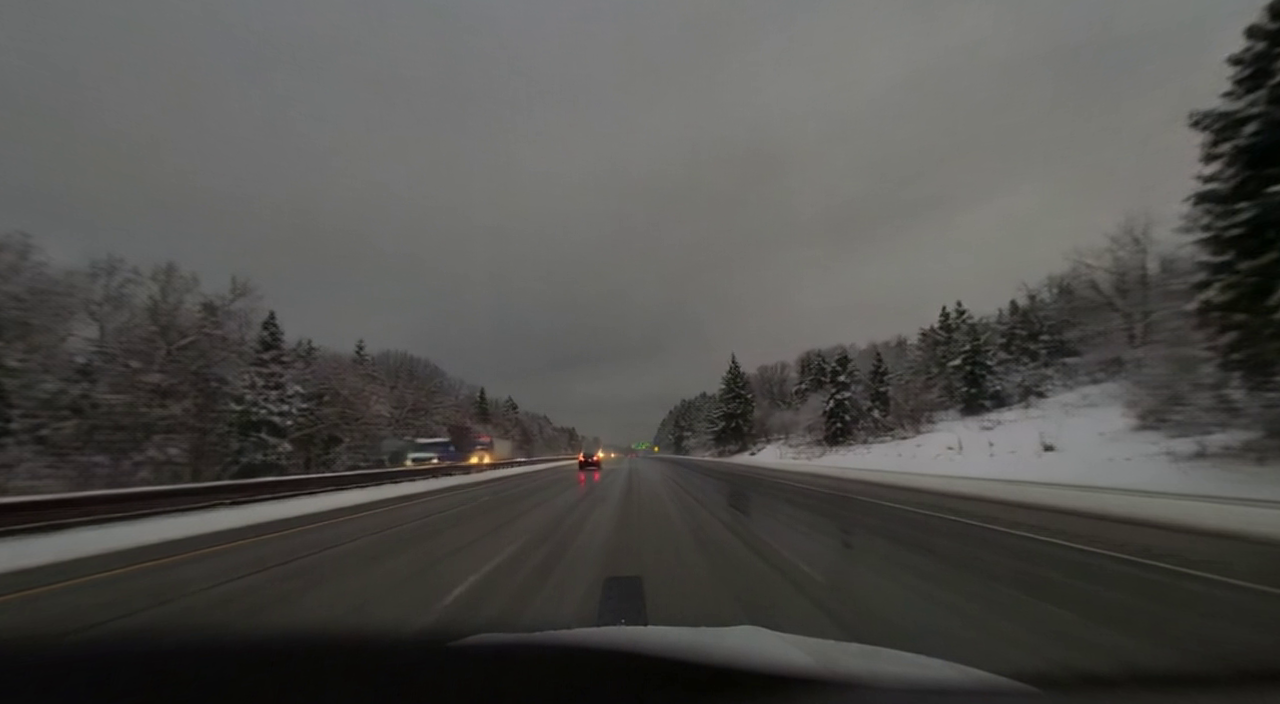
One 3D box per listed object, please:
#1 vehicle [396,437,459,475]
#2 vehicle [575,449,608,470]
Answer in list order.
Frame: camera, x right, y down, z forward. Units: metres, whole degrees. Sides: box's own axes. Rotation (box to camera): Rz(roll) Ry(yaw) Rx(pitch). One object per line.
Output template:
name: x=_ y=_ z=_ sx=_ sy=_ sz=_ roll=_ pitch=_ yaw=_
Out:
vehicle: x=-15.892 y=7.843 z=47.557 sx=2.400 sy=2.633 sz=6.390 roll=0 pitch=-9 yaw=1
vehicle: x=-3.710 y=8.318 z=48.923 sx=2.128 sy=1.521 sz=5.409 roll=0 pitch=-9 yaw=0
